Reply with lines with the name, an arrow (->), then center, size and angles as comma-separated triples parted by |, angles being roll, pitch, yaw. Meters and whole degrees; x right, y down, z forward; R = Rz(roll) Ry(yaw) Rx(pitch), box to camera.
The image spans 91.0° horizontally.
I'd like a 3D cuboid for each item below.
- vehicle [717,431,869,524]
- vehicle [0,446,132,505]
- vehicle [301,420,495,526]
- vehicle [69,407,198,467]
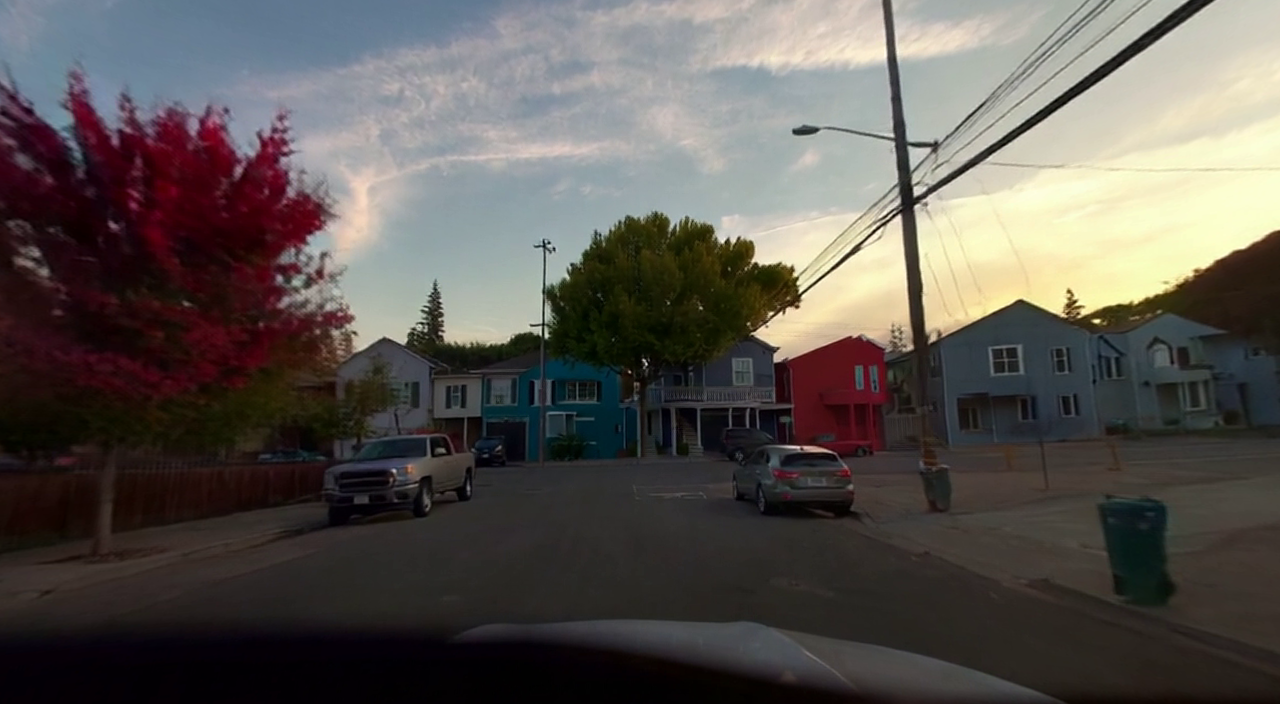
vehicle -> 3.340, 2.847, 14.942 | 2.109, 1.811, 4.886 | 1, -9, -3
vehicle -> -15.953, 3.275, 17.124 | 1.563, 1.433, 3.492 | 1, -9, -7
vehicle -> -5.569, 2.895, 15.800 | 2.480, 2.084, 6.353 | 0, -9, -1
vehicle -> -31.402, 5.177, 39.431 | 2.473, 2.922, 6.719 | -1, -1, 3
